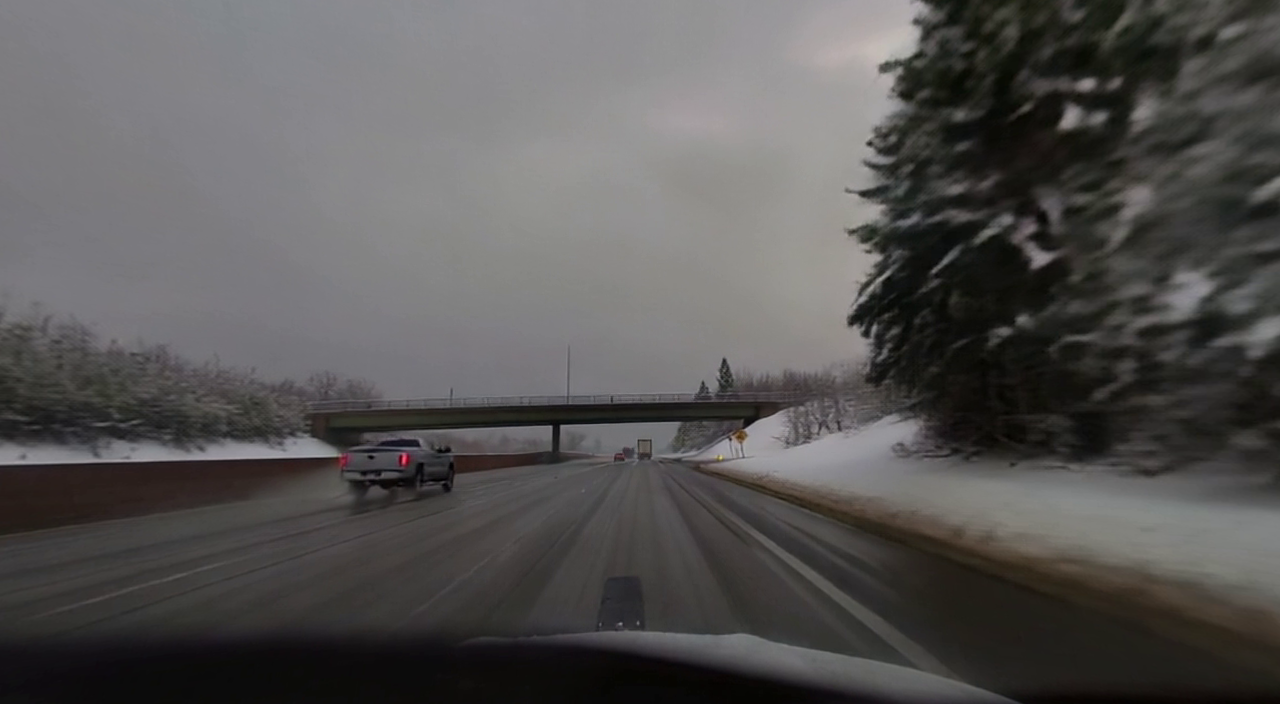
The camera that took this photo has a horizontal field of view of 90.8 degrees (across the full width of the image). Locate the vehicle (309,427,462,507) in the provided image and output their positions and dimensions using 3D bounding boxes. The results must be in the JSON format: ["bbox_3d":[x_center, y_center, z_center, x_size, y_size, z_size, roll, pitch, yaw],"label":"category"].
[{"bbox_3d":[-7.019,3.257,18.211,2.232,1.947,5.180,0,-9,0],"label":"vehicle"}]
